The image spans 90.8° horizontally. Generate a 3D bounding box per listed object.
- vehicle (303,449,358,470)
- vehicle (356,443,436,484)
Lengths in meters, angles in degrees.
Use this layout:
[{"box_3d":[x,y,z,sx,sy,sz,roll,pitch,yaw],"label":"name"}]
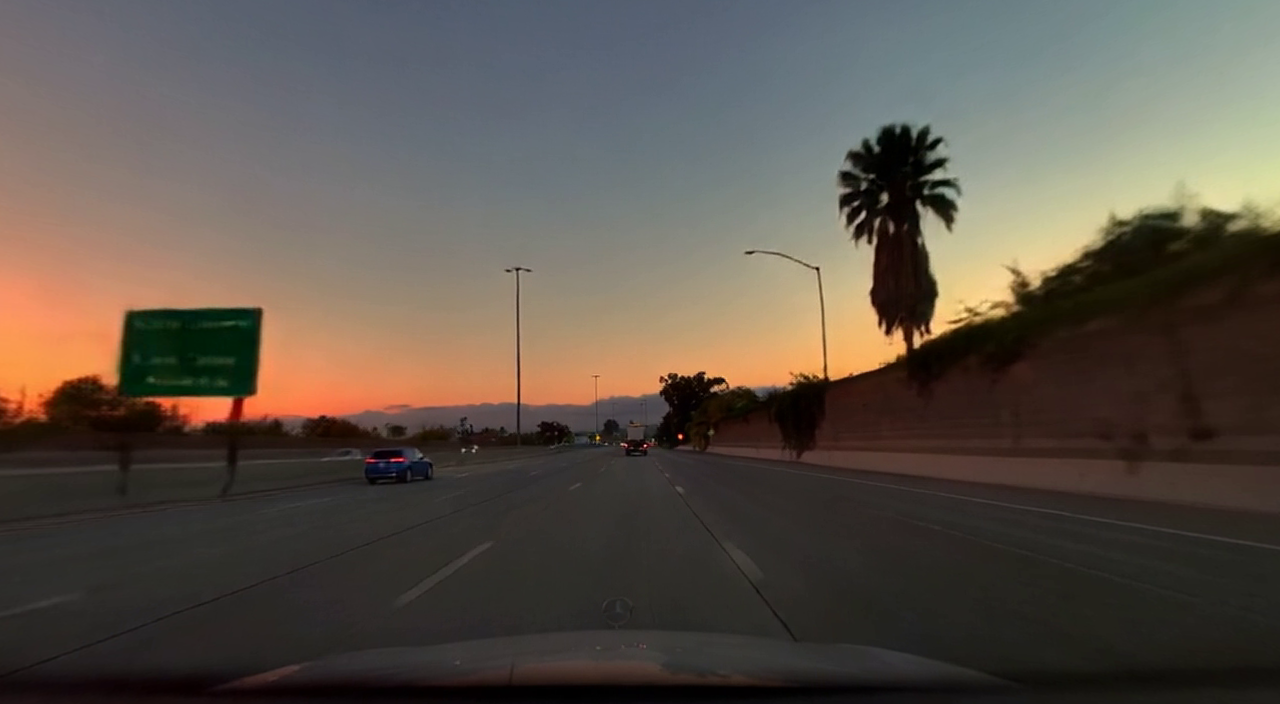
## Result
[{"box_3d":[-23.087,8.013,47.339,1.849,1.464,4.466,0,-9,0],"label":"vehicle"},{"box_3d":[-10.841,4.955,28.416,1.897,1.653,4.113,0,-9,0],"label":"vehicle"}]
